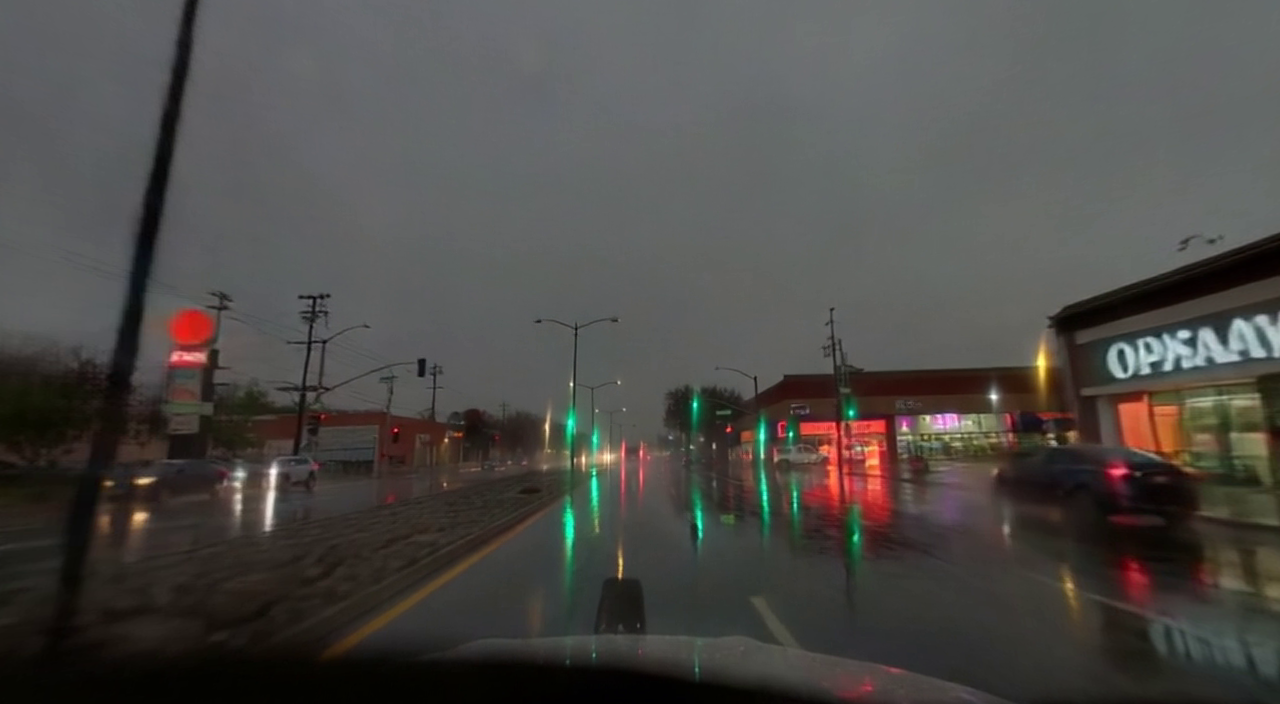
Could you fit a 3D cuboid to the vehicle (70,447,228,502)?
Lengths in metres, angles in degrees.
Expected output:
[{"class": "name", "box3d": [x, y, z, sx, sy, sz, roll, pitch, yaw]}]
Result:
[{"class": "vehicle", "box3d": [-17.983, 4.531, 23.530, 1.944, 1.794, 4.849, 0, -10, 0]}]

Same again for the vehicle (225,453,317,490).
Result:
[{"class": "vehicle", "box3d": [-18.181, 5.881, 31.441, 1.882, 1.645, 4.511, 0, -9, -1]}]

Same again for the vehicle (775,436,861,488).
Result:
[{"class": "vehicle", "box3d": [6.374, 3.984, 23.225, 1.974, 1.679, 4.611, 0, -8, 2]}]

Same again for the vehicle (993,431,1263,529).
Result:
[{"class": "vehicle", "box3d": [9.852, 2.583, 13.396, 2.019, 1.694, 4.491, 0, -8, -2]}]
